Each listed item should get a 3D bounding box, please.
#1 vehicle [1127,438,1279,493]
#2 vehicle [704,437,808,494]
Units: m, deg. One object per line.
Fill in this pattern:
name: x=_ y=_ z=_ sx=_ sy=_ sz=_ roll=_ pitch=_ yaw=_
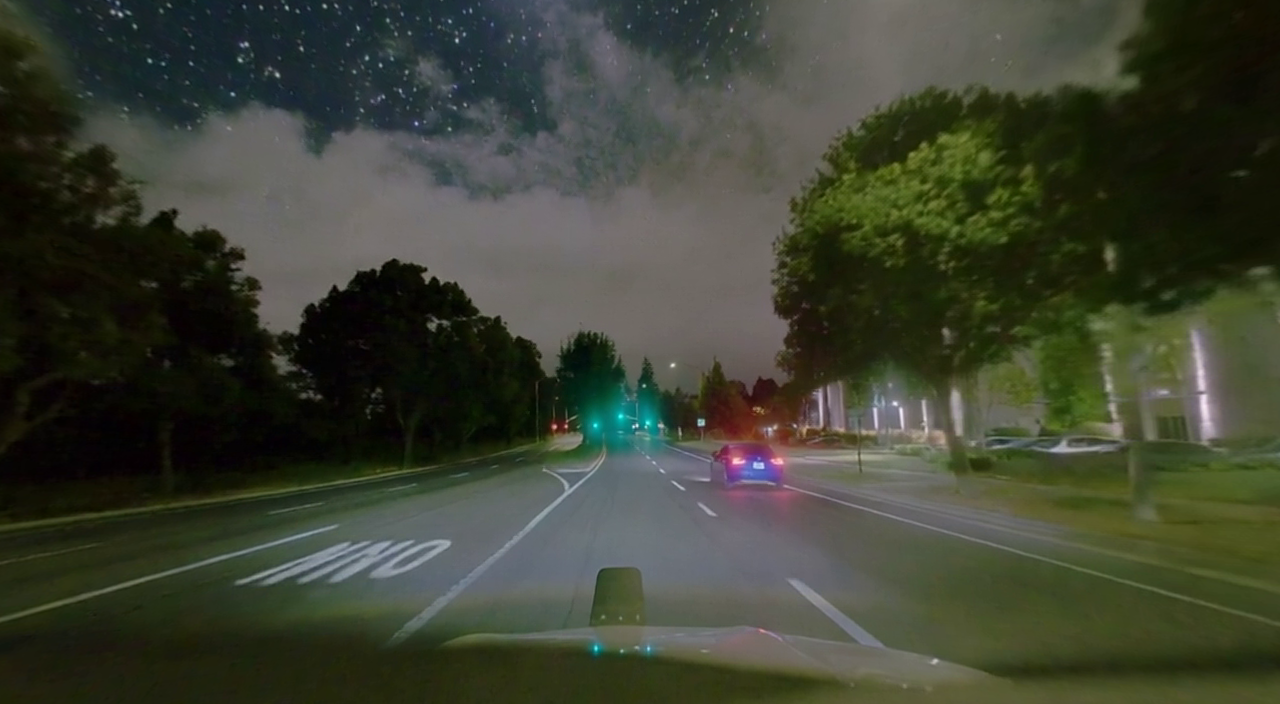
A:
vehicle: x=19.546 y=3.844 z=21.397 sx=4.418 sy=1.418 sz=1.873 roll=-4 pitch=-14 yaw=-2
vehicle: x=3.320 y=3.354 z=19.074 sx=2.114 sy=1.493 sz=4.430 roll=0 pitch=-8 yaw=-2
